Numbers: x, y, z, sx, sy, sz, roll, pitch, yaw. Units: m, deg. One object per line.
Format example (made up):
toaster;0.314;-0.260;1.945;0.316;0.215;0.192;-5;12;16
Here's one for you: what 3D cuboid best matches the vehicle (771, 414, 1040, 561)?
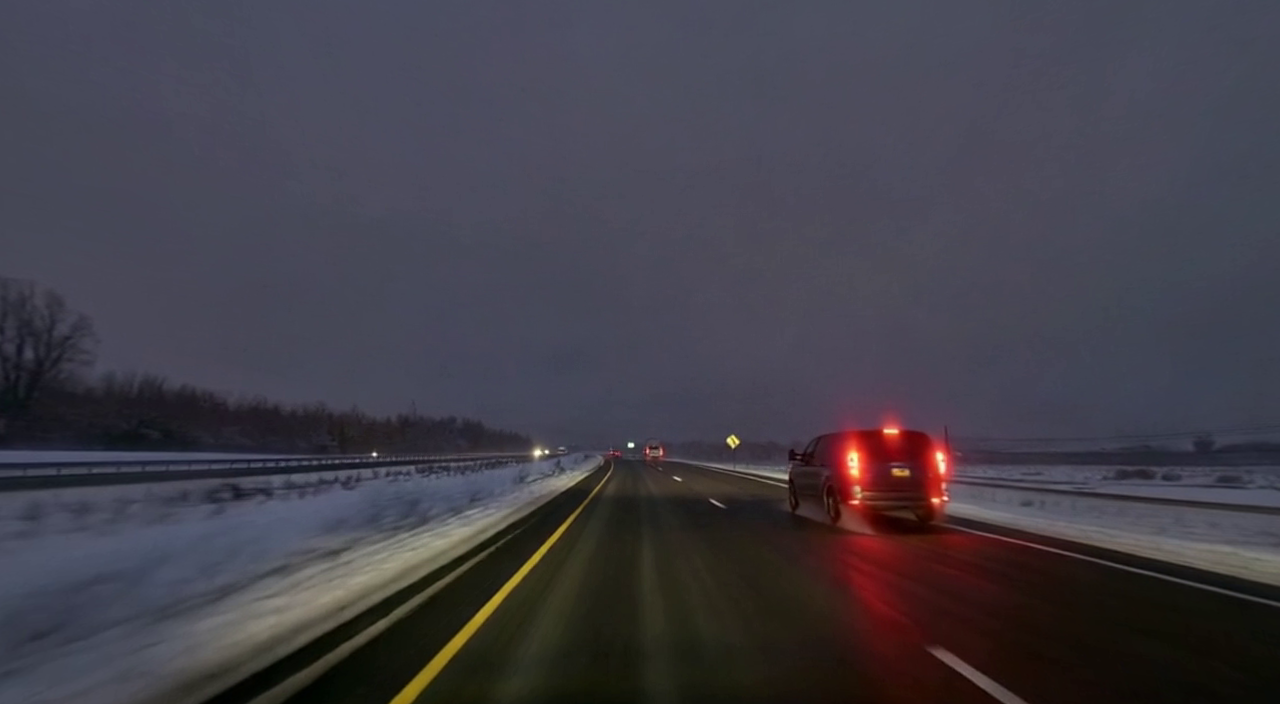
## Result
vehicle;3.789;2.022;10.242;2.141;1.785;4.778;0;-8;-2
